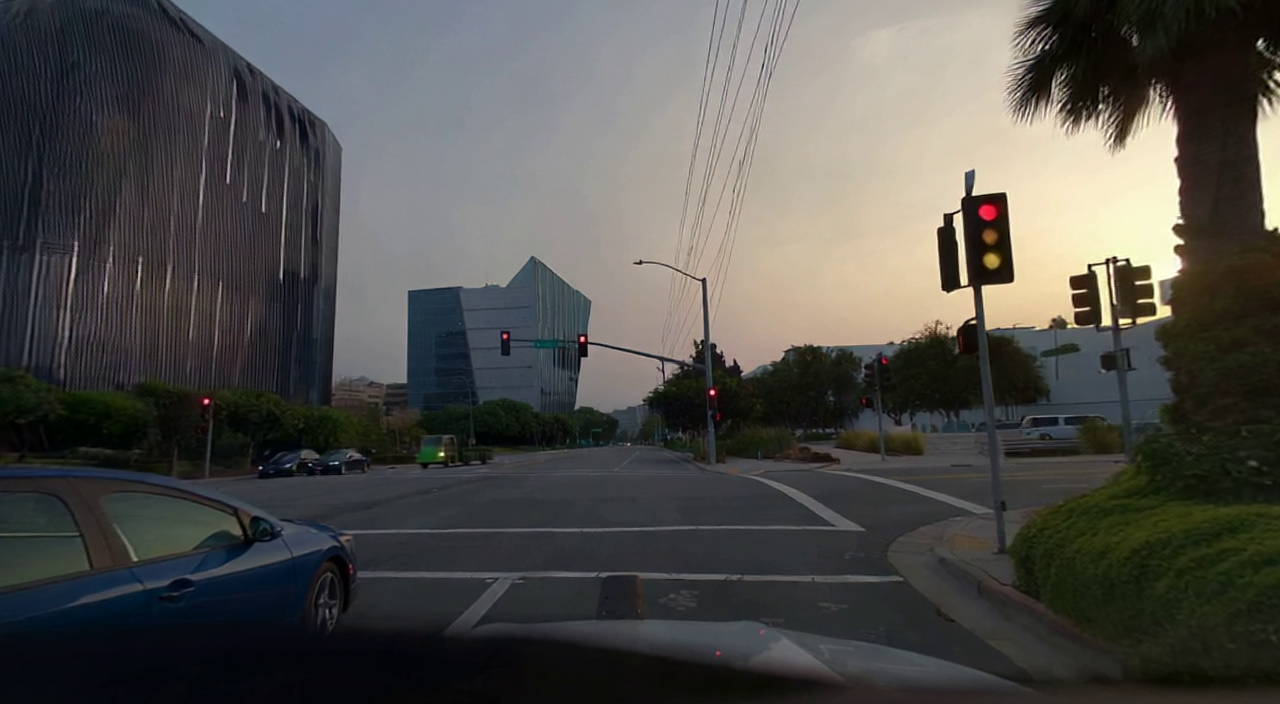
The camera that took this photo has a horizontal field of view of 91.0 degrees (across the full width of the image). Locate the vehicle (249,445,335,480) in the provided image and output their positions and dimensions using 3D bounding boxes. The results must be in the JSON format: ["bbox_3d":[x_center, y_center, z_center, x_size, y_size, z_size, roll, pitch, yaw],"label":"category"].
[{"bbox_3d":[-19.094,6.060,34.839,2.017,1.739,4.569,0,-9,1],"label":"vehicle"}]

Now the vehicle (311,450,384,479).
[{"bbox_3d":[-15.367,5.918,33.306,1.875,1.389,3.784,0,-9,3],"label":"vehicle"}]
